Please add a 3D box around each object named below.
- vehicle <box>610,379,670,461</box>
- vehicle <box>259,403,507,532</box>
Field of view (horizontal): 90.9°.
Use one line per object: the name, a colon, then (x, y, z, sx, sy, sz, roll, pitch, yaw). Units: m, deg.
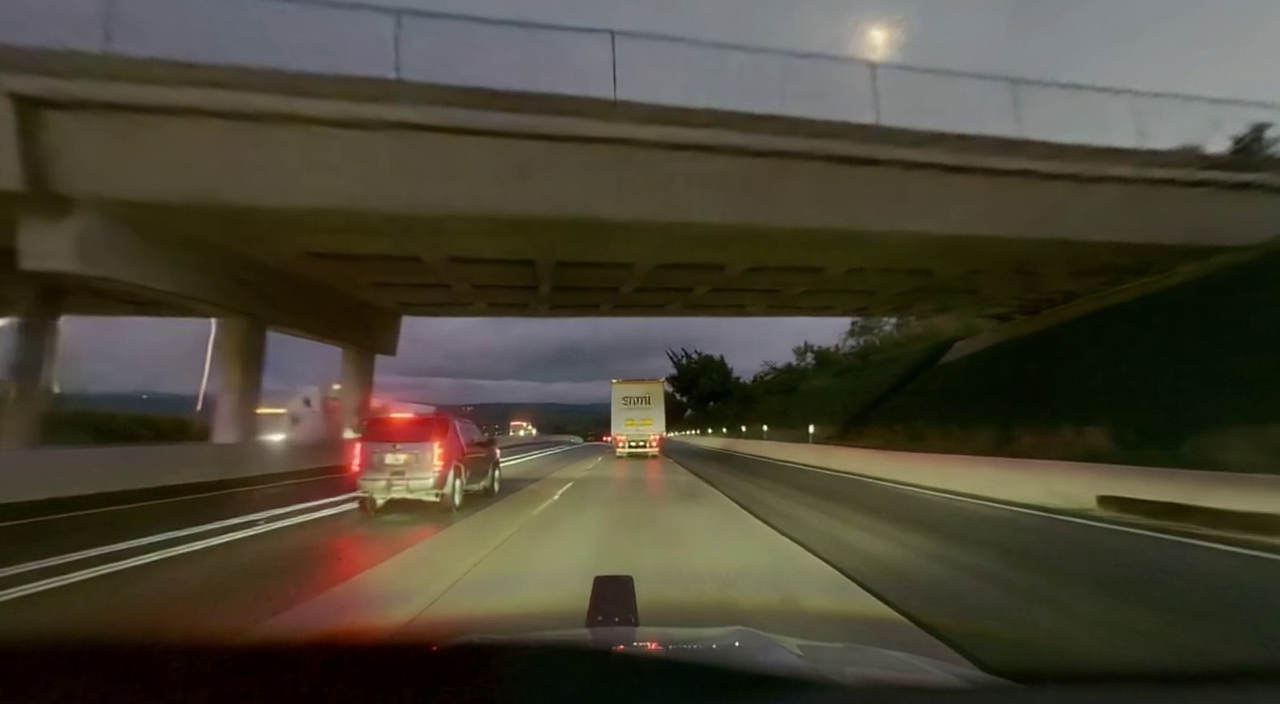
vehicle: (-0.123, 4.105, 36.865, 2.906, 3.990, 12.551, 0, -8, -1)
vehicle: (-3.911, 1.843, 10.817, 2.167, 1.686, 4.946, 0, -8, 0)
